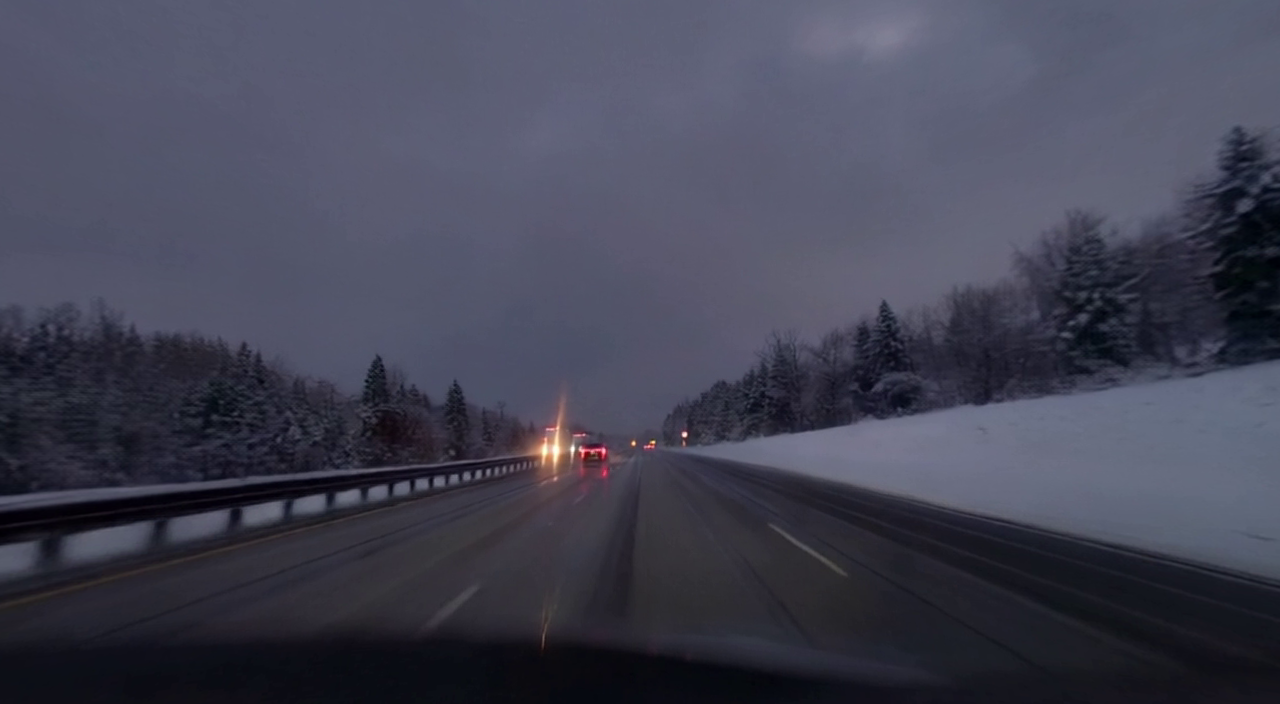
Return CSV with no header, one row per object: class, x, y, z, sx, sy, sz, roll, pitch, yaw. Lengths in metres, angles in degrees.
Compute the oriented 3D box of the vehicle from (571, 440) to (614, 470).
vehicle,-2.539,5.684,34.854,2.050,1.530,4.144,0,-8,0
